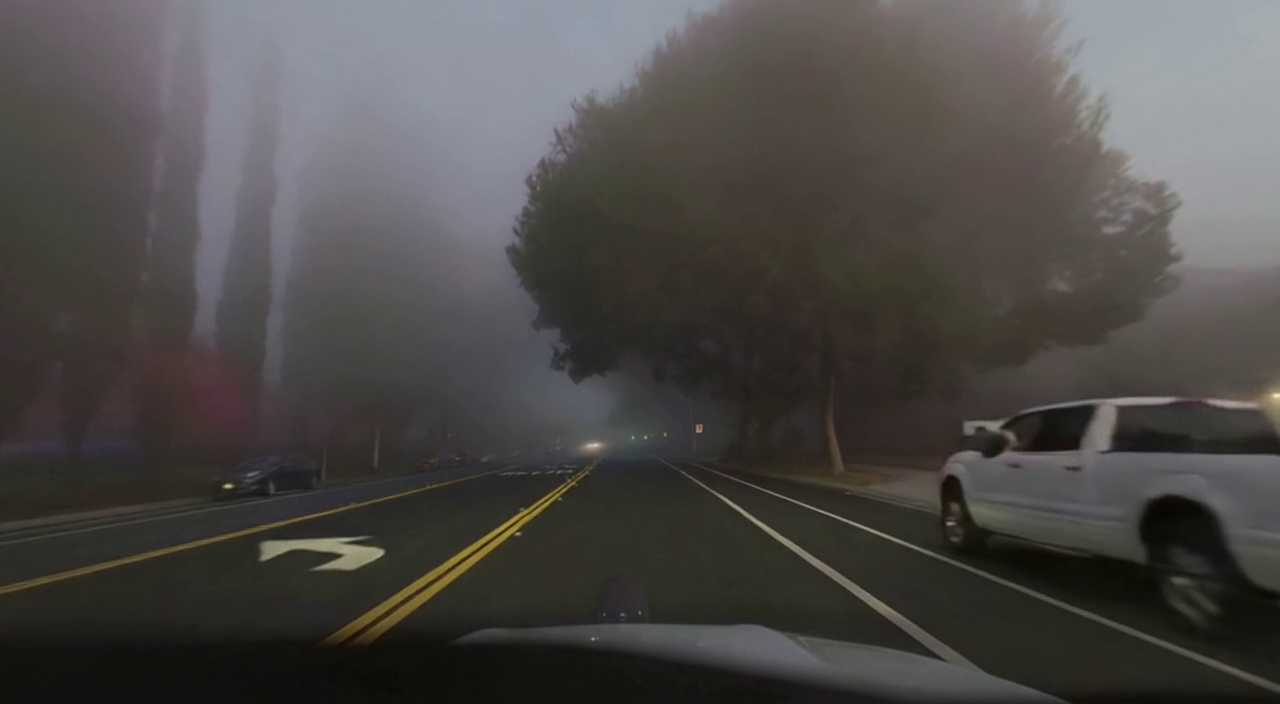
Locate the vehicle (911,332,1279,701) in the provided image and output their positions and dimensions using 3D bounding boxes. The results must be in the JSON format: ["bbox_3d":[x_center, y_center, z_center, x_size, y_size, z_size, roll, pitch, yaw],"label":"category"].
[{"bbox_3d":[4.400,1.023,4.504,2.293,1.858,5.868,0,-8,0],"label":"vehicle"}]

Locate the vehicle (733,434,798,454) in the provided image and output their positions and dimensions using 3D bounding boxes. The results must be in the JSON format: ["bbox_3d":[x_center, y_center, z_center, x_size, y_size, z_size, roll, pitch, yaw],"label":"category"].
[{"bbox_3d":[9.488,7.011,48.163,4.501,1.502,1.975,0,-8,-1],"label":"vehicle"}]

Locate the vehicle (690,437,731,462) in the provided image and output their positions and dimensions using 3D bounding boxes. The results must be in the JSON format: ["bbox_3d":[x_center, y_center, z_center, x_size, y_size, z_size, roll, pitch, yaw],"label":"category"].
[{"bbox_3d":[4.198,5.885,38.247,1.970,1.455,4.233,0,-8,-1],"label":"vehicle"}]

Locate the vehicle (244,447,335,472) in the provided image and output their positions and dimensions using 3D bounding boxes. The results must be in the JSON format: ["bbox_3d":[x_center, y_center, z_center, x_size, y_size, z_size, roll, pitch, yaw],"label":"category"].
[{"bbox_3d":[-21.761,6.663,39.319,4.413,1.477,2.100,0,-8,1],"label":"vehicle"}]
